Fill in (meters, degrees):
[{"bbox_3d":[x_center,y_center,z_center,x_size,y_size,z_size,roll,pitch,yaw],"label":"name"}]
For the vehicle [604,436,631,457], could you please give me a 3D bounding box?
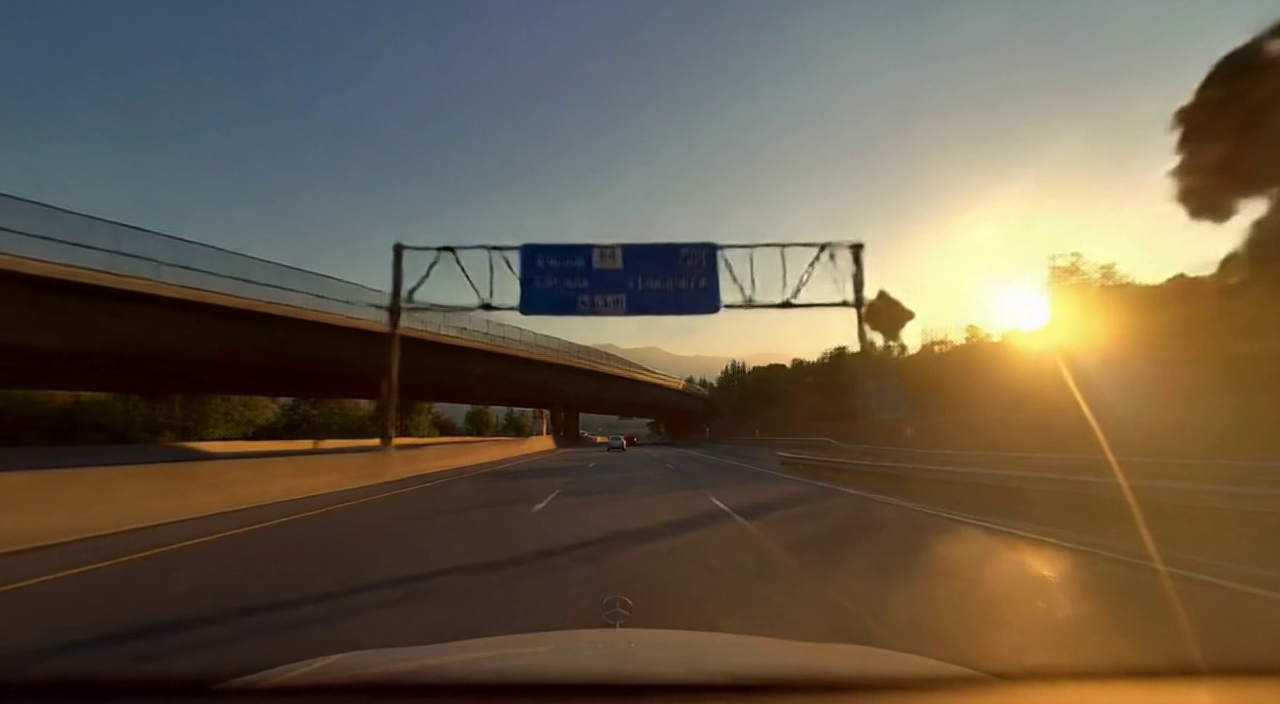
[{"bbox_3d":[-1.671,7.087,47.621,1.993,1.519,4.046,0,-8,-1],"label":"vehicle"}]
